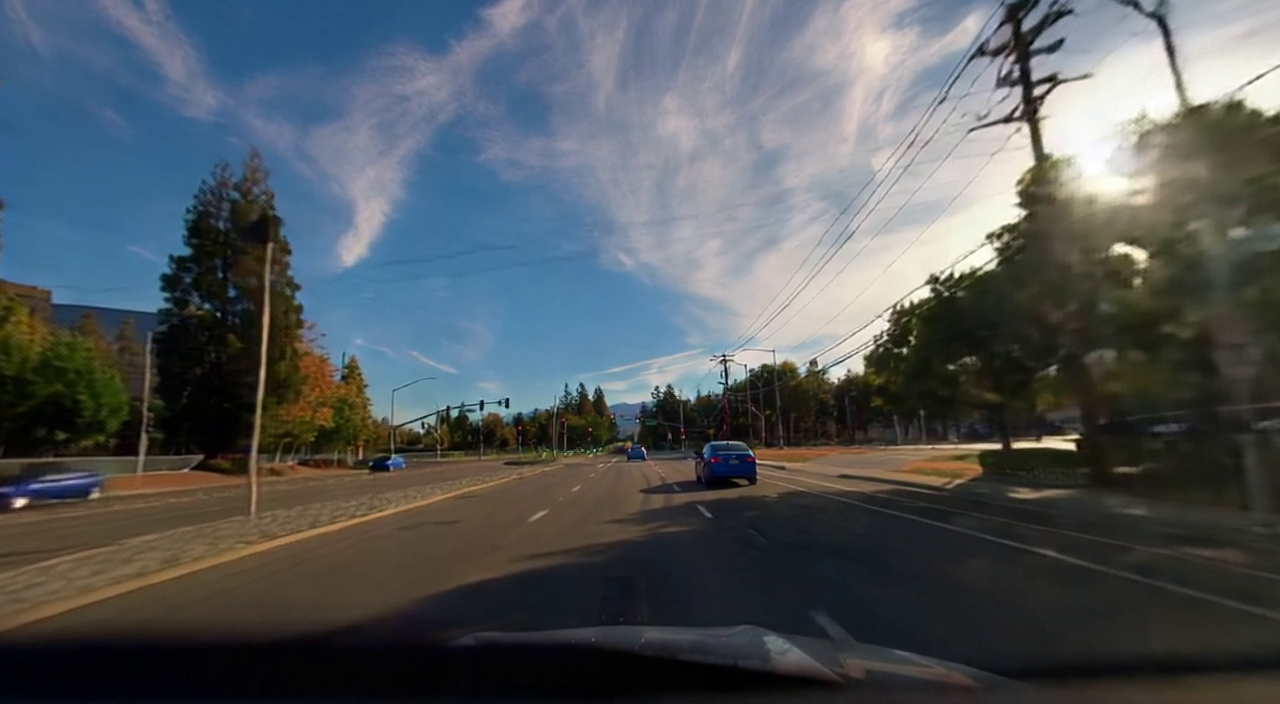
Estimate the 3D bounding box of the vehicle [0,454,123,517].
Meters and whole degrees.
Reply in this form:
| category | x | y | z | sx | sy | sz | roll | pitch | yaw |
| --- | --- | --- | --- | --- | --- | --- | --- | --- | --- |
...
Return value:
| category | x | y | z | sx | sy | sz | roll | pitch | yaw |
| --- | --- | --- | --- | --- | --- | --- | --- | --- | --- |
| vehicle | -20.259 | 4.349 | 20.931 | 1.969 | 1.818 | 4.889 | 0 | -8 | 1 |

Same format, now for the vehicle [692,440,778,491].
| category | x | y | z | sx | sy | sz | roll | pitch | yaw |
| --- | --- | --- | --- | --- | --- | --- | --- | --- | --- |
| vehicle | 2.924 | 3.613 | 20.499 | 2.004 | 1.448 | 4.263 | 0 | -9 | -2 |
